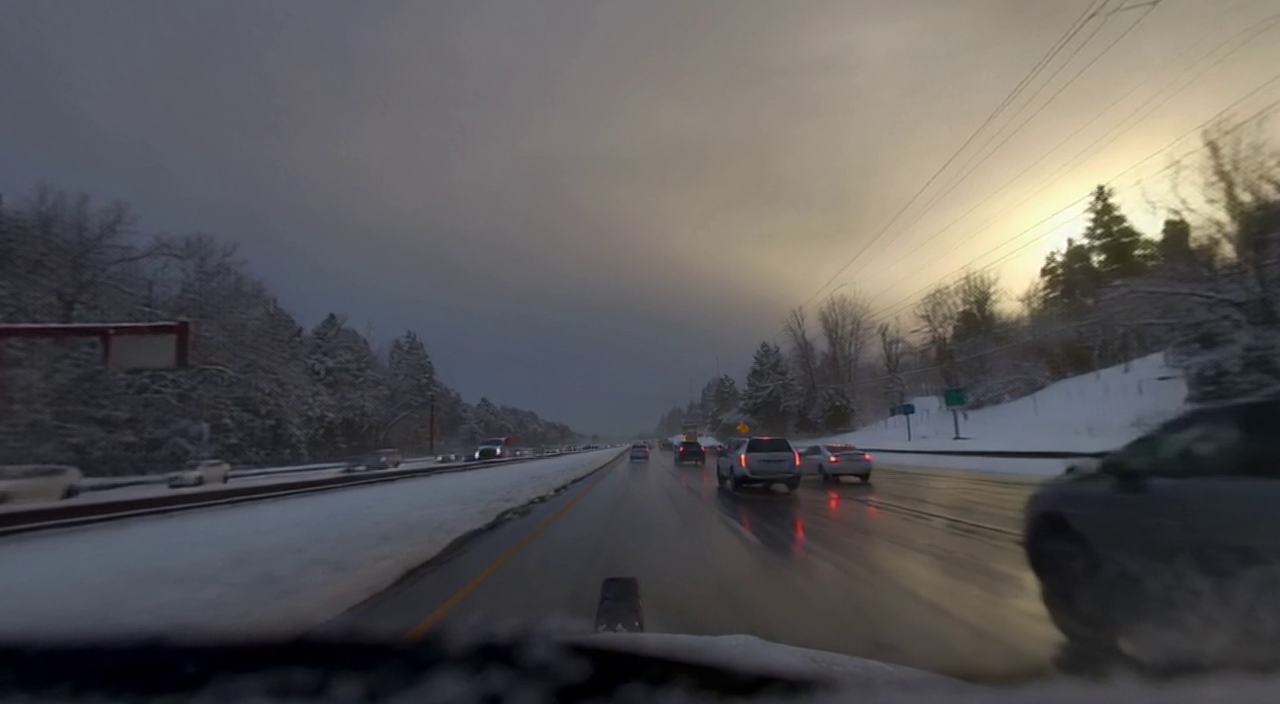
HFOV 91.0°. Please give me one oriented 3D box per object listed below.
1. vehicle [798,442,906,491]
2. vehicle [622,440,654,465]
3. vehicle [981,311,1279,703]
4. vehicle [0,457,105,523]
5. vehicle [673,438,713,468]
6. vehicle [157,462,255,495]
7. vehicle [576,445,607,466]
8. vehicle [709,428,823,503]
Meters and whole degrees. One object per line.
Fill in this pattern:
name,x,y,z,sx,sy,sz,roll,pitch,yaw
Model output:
vehicle,6.876,3.746,20.971,1.992,1.431,4.506,0,-8,0
vehicle,-0.153,7.636,47.779,2.314,1.796,4.254,0,-8,-1
vehicle,3.602,0.705,2.118,2.138,1.826,4.783,0,-8,-1
vehicle,-19.031,4.099,18.848,1.920,1.758,4.611,0,-8,0
vehicle,3.525,6.791,42.494,2.095,1.886,4.727,0,-8,-2
vehicle,-23.019,6.699,33.651,1.855,1.462,4.718,0,-8,0
vehicle,-3.663,7.904,48.228,2.051,1.510,4.373,0,-8,0
vehicle,3.266,3.044,17.305,2.111,1.755,4.459,0,-8,-1
